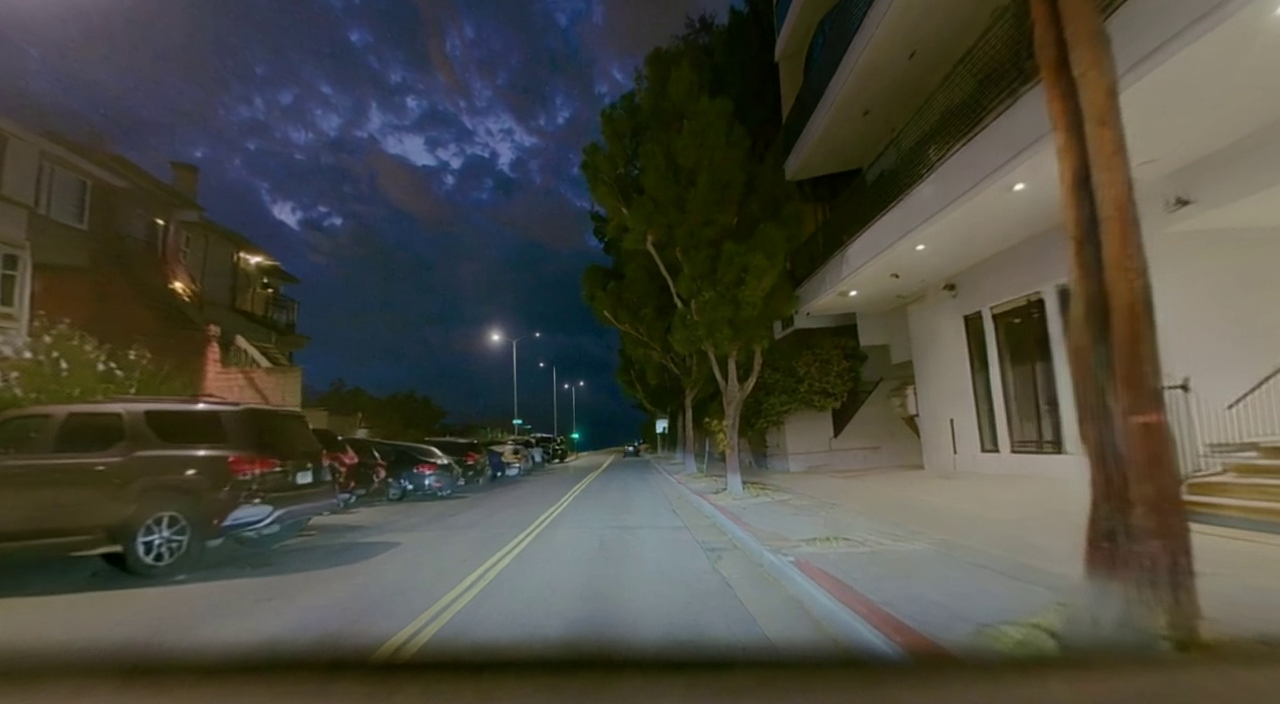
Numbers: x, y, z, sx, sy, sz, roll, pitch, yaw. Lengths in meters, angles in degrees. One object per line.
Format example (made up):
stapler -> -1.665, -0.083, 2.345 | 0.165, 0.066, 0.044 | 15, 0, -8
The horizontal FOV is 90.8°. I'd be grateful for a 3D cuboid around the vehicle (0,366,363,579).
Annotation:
vehicle -> -7.196, 1.566, 8.621 | 5.592, 2.439, 2.515 | 0, -9, -1
